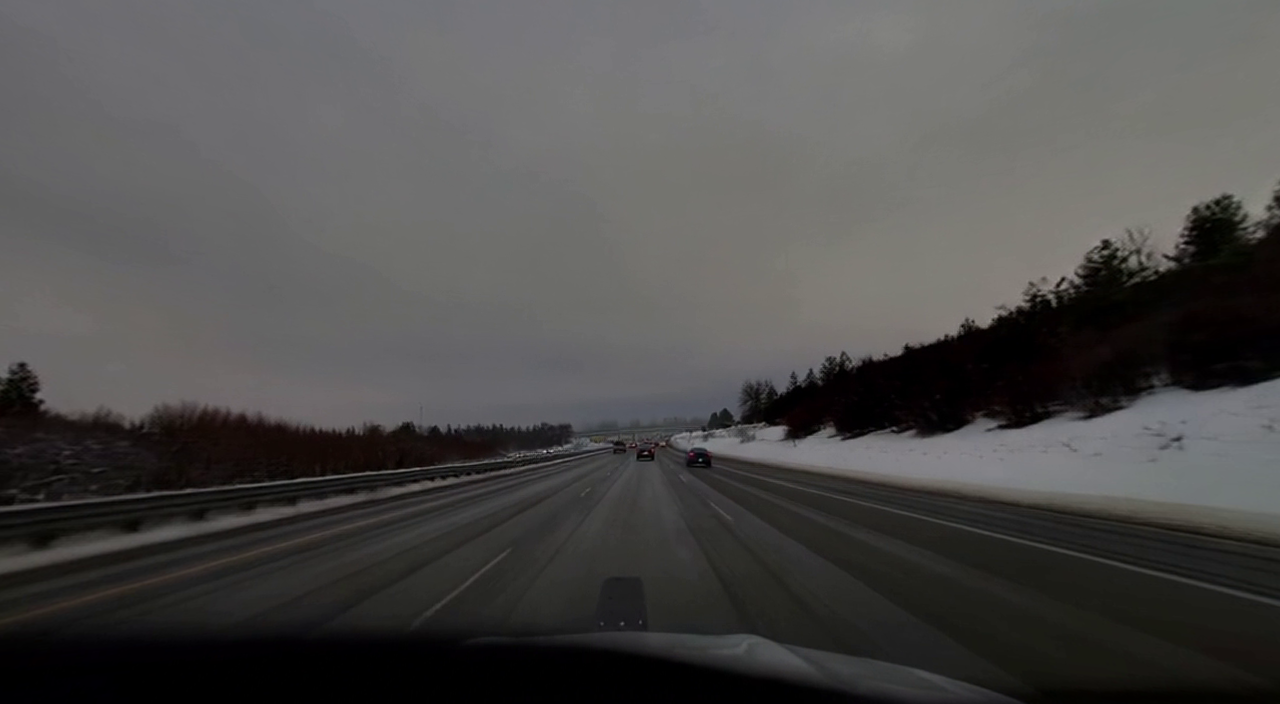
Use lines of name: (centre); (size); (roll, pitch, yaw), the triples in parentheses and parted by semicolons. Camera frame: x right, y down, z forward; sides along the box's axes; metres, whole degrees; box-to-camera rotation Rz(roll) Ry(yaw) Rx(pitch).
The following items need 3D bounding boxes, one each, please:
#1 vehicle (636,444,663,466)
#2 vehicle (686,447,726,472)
vehicle: (0.700, 8.068, 49.534); (1.986, 1.576, 4.312); (0, -8, 0)
vehicle: (3.870, 6.377, 37.646); (1.976, 1.352, 3.602); (0, -8, 0)
